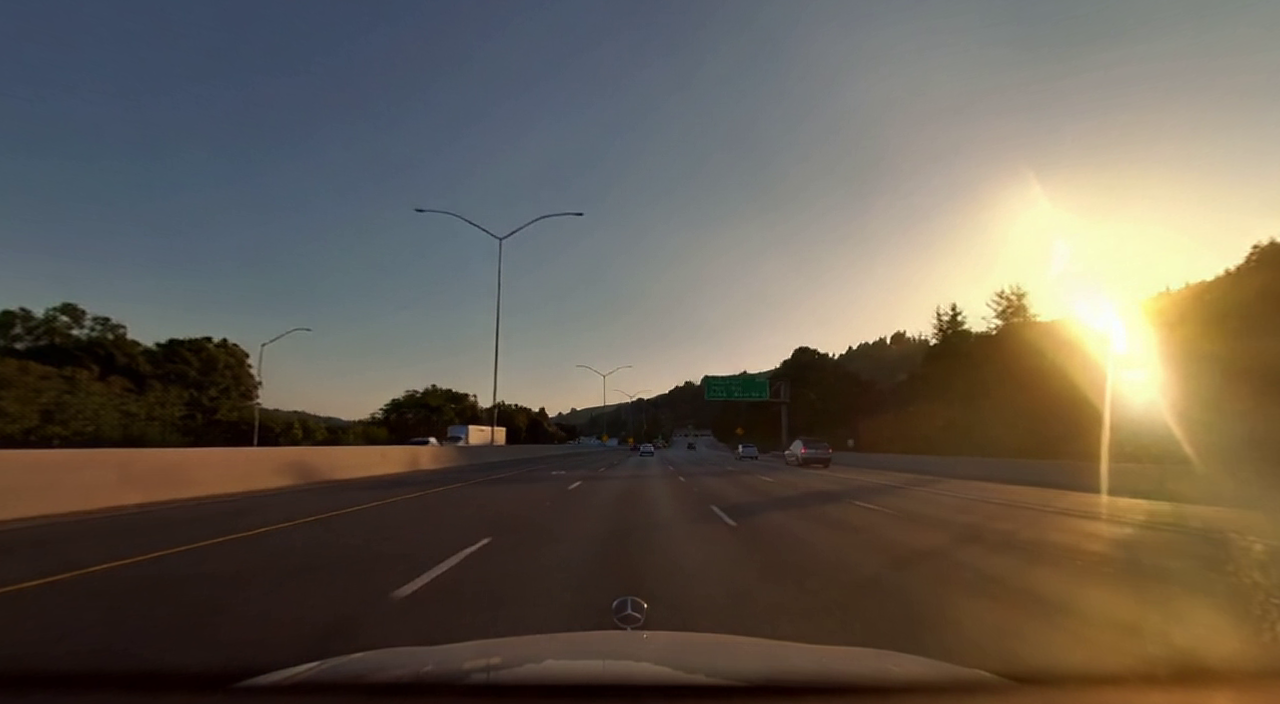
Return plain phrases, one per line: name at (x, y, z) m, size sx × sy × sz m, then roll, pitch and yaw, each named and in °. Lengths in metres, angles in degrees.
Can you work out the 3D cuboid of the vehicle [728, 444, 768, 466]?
vehicle at (7.746, 7.428, 45.700) m, size 2.056 × 1.465 × 4.304 m, roll 0°, pitch -8°, yaw -1°
